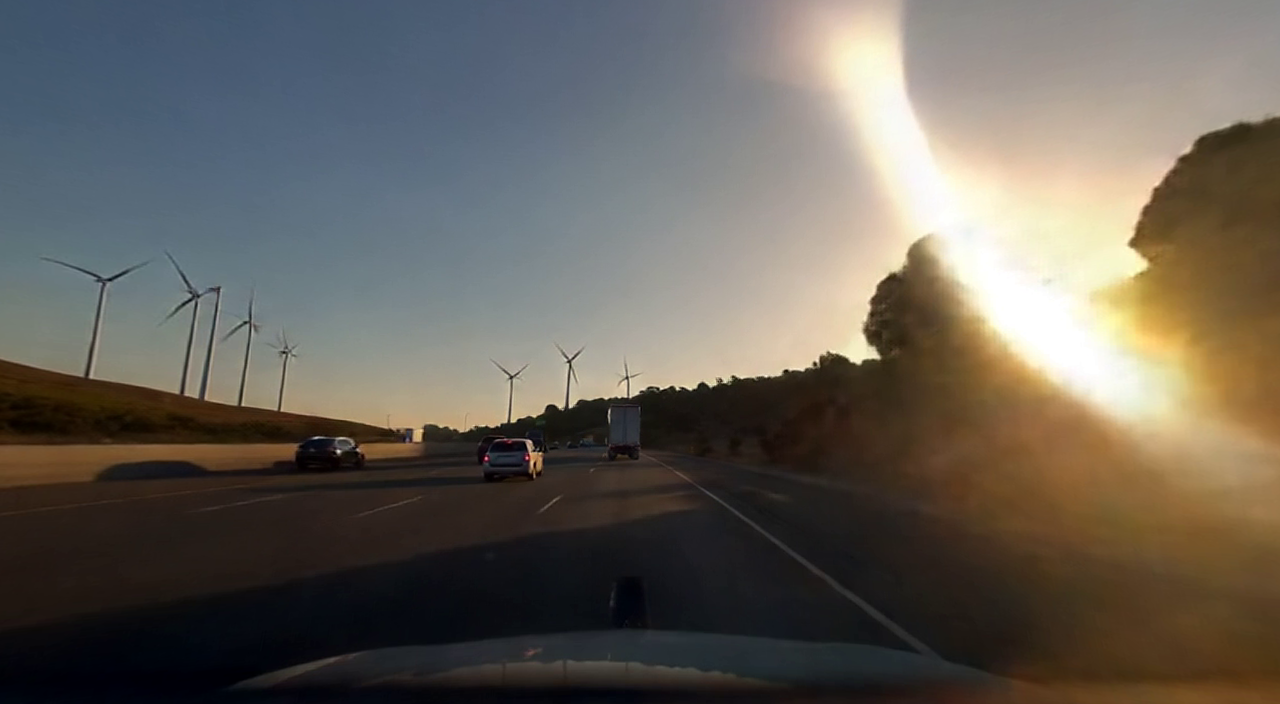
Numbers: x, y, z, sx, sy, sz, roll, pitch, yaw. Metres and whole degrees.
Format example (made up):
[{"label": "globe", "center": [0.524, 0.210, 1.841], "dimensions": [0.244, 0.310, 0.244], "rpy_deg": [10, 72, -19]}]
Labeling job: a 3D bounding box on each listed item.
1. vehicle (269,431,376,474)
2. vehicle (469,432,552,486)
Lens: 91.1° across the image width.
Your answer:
[{"label": "vehicle", "center": [-15.030, 4.799, 30.168], "dimensions": [2.285, 1.835, 5.672], "rpy_deg": [0, -8, -1]}, {"label": "vehicle", "center": [-4.376, 3.671, 21.833], "dimensions": [2.109, 1.684, 3.783], "rpy_deg": [0, -8, -1]}]
